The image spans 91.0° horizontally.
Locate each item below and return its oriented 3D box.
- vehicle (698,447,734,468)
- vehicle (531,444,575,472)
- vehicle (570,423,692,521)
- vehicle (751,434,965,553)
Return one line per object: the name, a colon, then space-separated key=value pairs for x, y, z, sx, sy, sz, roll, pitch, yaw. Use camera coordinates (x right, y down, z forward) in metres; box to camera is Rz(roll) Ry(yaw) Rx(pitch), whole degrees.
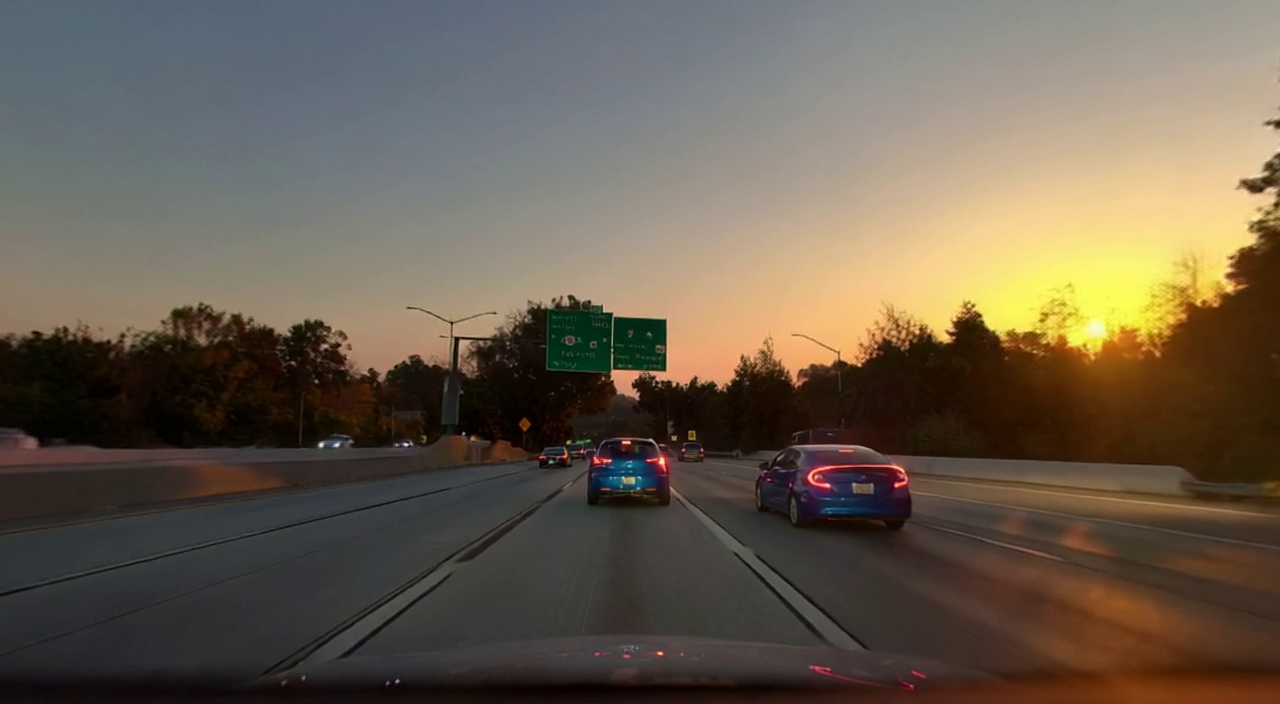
vehicle: x=5.700 y=7.991 z=47.911 sx=1.972 sy=1.521 sz=4.498 roll=1 pitch=-9 yaw=-3
vehicle: x=-5.044 y=6.201 z=37.070 sx=2.023 sy=1.497 sz=4.526 roll=1 pitch=-9 yaw=-2
vehicle: x=-0.185 y=2.475 z=13.400 sx=2.181 sy=1.728 sz=3.970 roll=1 pitch=-9 yaw=-1
vehicle: x=3.246 y=2.184 z=10.442 sx=1.975 sy=1.532 sz=4.227 roll=1 pitch=-9 yaw=-1
